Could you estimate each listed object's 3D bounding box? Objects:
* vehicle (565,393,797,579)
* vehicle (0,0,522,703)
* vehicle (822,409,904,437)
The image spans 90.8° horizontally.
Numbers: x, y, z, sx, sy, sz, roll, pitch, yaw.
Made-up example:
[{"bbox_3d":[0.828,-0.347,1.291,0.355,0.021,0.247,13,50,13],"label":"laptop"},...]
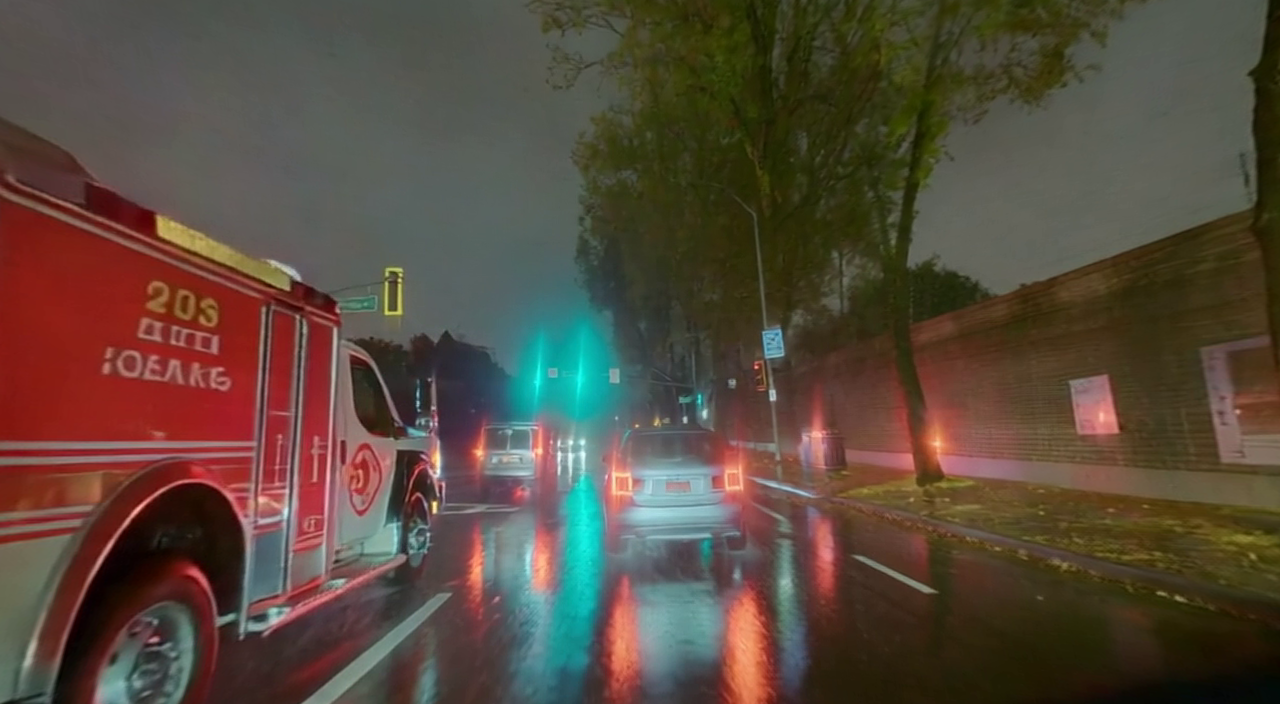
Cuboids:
[{"bbox_3d":[0.233,1.695,8.866,2.332,1.831,4.930,0,-8,-4],"label":"vehicle"},{"bbox_3d":[-3.468,0.594,5.742,3.504,3.426,7.085,1,-7,-1],"label":"vehicle"},{"bbox_3d":[14.404,4.604,40.914,4.528,1.704,2.073,2,-9,-12],"label":"vehicle"}]
